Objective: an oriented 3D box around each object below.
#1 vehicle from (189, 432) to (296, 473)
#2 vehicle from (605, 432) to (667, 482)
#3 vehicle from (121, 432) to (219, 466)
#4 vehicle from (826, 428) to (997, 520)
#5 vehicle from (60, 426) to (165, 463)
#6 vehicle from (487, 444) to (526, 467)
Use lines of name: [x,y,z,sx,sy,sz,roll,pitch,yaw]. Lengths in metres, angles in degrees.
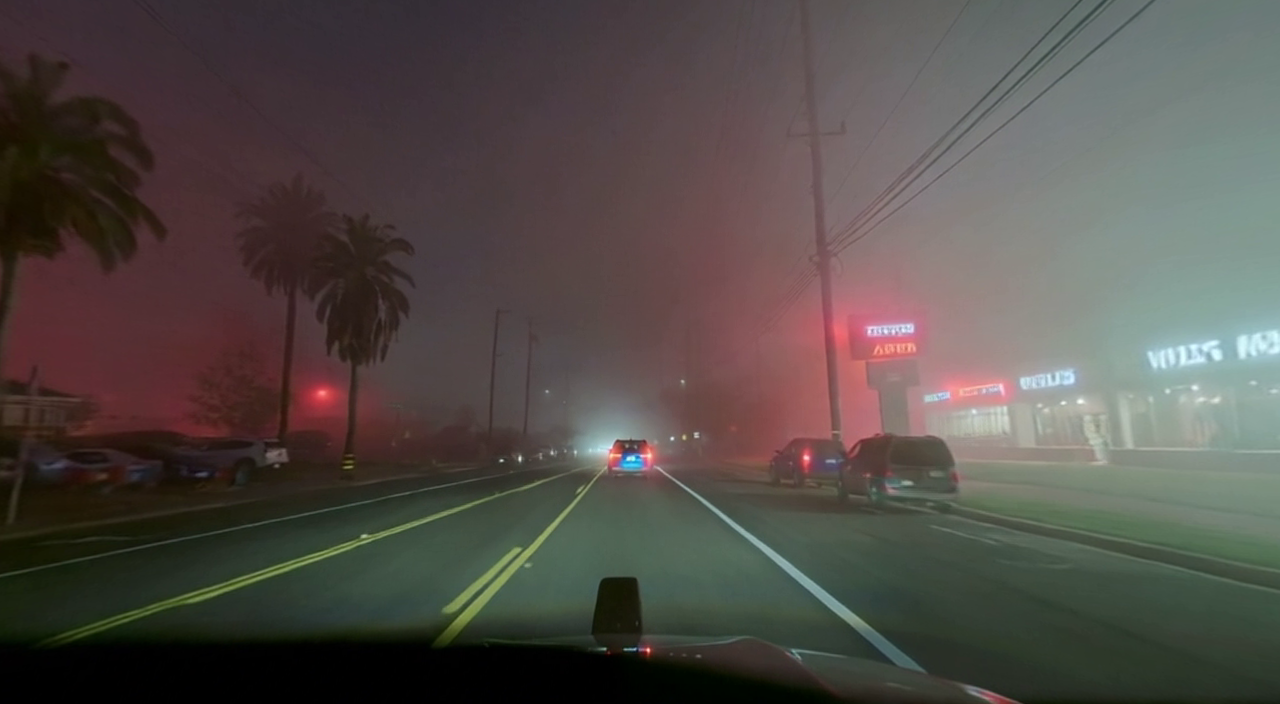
vehicle: [-17.588,4.471,28.190,2.084,1.678,4.707,1,-8,-6]
vehicle: [-0.179,4.185,25.287,2.264,1.798,4.563,0,-8,-1]
vehicle: [-22.906,4.755,30.924,1.829,1.492,4.487,1,-8,-8]
vehicle: [5.993,2.723,14.613,1.945,1.791,4.460,0,-8,0]
vehicle: [-27.907,4.926,33.522,2.053,1.777,4.503,1,-8,-7]
vehicle: [-10.500,8.146,49.715,2.075,1.693,4.696,0,-8,-1]
